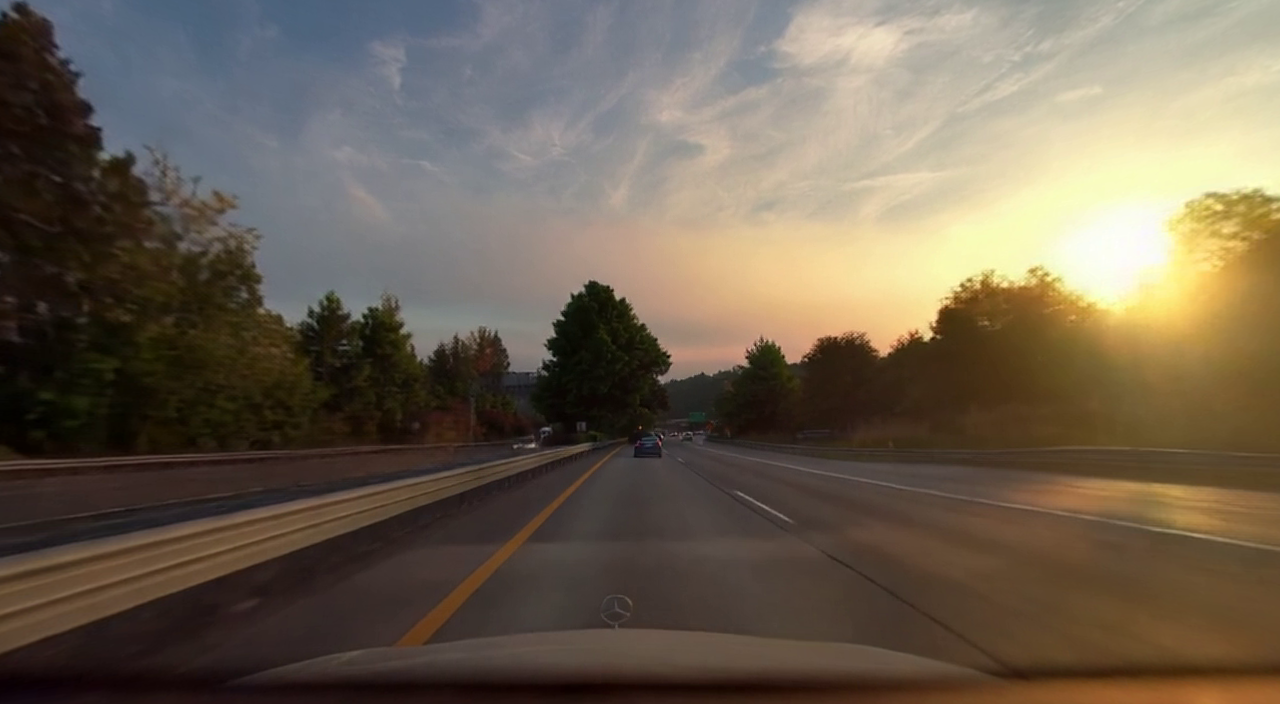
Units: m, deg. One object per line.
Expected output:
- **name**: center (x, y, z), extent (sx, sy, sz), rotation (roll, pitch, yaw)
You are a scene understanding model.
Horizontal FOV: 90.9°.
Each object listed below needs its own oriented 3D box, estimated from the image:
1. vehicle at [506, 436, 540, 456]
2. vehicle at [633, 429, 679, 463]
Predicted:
- **vehicle**: center (-8.721, 7.016, 47.071), extent (1.845, 1.478, 3.431), rotation (0, -8, 0)
- **vehicle**: center (0.681, 4.504, 30.328), extent (2.046, 1.526, 3.903), rotation (0, -8, -1)
